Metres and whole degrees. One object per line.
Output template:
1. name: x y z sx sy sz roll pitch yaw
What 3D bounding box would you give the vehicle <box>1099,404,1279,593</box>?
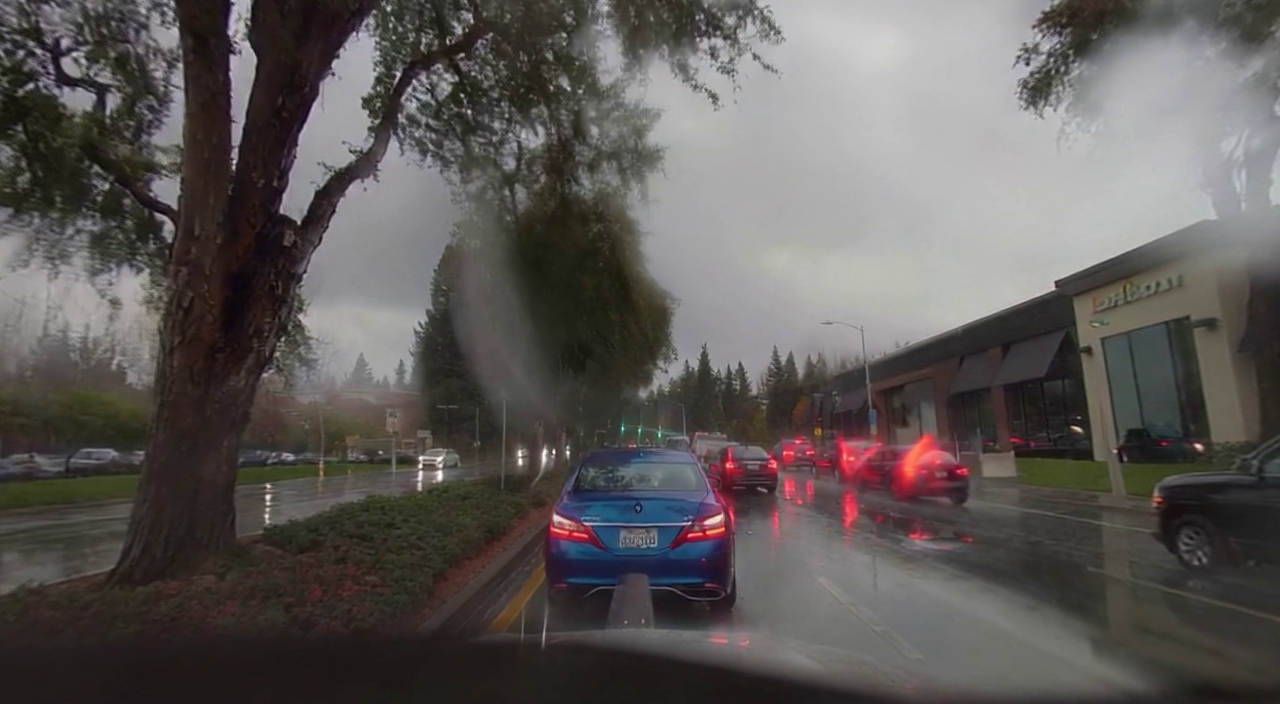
1. vehicle: 6.908 1.349 5.783 1.988 1.727 4.584 0 -8 1

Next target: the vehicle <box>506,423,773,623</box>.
1. vehicle: -0.030 1.593 6.931 1.977 1.465 4.376 0 -8 -1

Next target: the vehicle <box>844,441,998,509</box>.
1. vehicle: 6.917 3.040 16.136 1.911 1.468 4.417 0 -8 0
